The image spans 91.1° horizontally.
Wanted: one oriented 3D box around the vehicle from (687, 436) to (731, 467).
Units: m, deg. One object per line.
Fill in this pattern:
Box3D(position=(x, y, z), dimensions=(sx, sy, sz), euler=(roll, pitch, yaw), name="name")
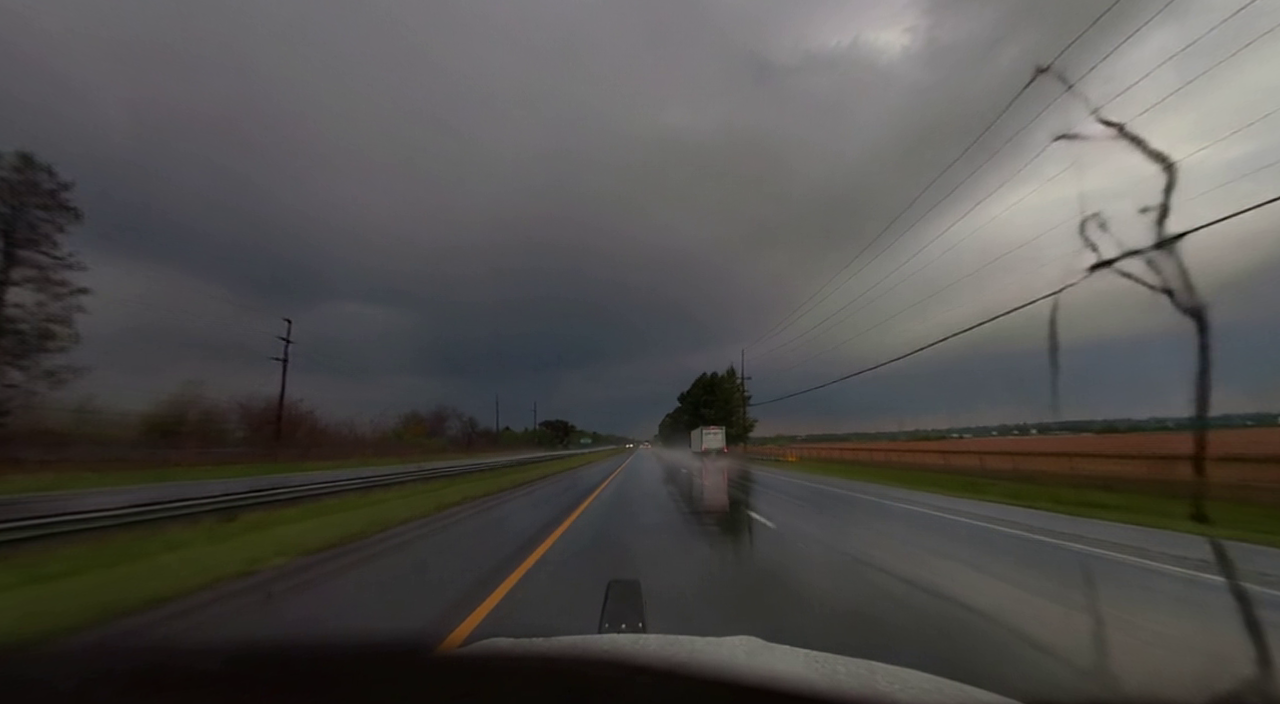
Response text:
Box3D(position=(4.383, 6.412, 40.620), dimensions=(2.228, 1.852, 5.449), euler=(0, -8, 0), name="vehicle")
